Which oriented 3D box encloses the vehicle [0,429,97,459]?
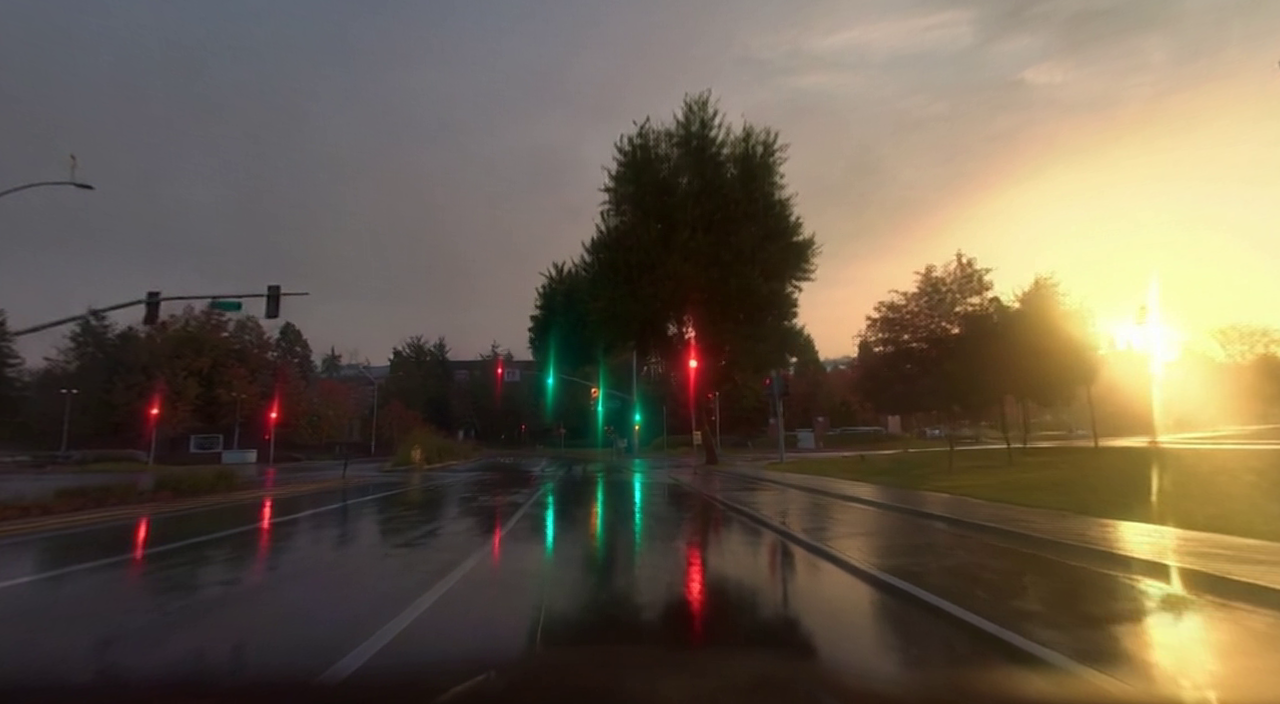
[{"bbox_3d":[-42.667,6.691,45.500,2.119,2.013,5.475,1,-9,-4],"label":"vehicle"}]
